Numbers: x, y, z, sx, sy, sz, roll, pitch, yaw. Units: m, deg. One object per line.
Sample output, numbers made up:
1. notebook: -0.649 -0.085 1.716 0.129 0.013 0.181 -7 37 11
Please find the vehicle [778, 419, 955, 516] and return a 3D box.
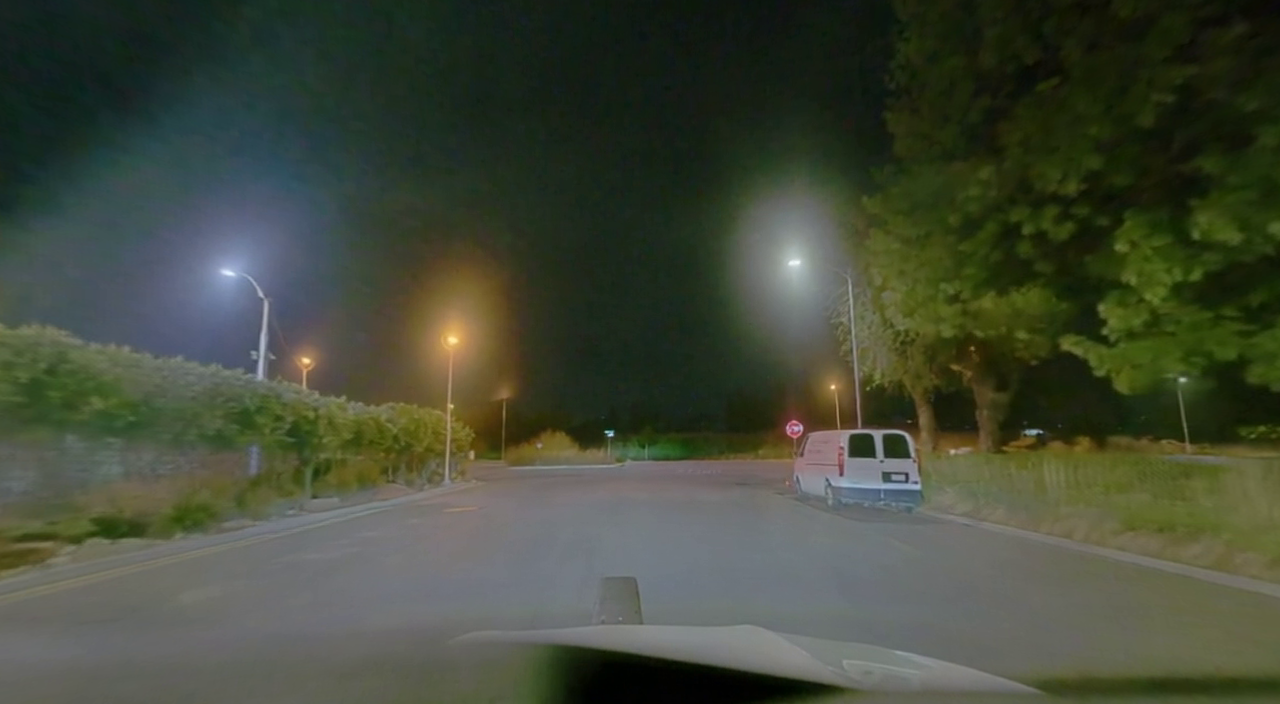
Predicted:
1. vehicle: 5.949 3.153 17.829 2.659 2.245 5.991 0 -9 -1
